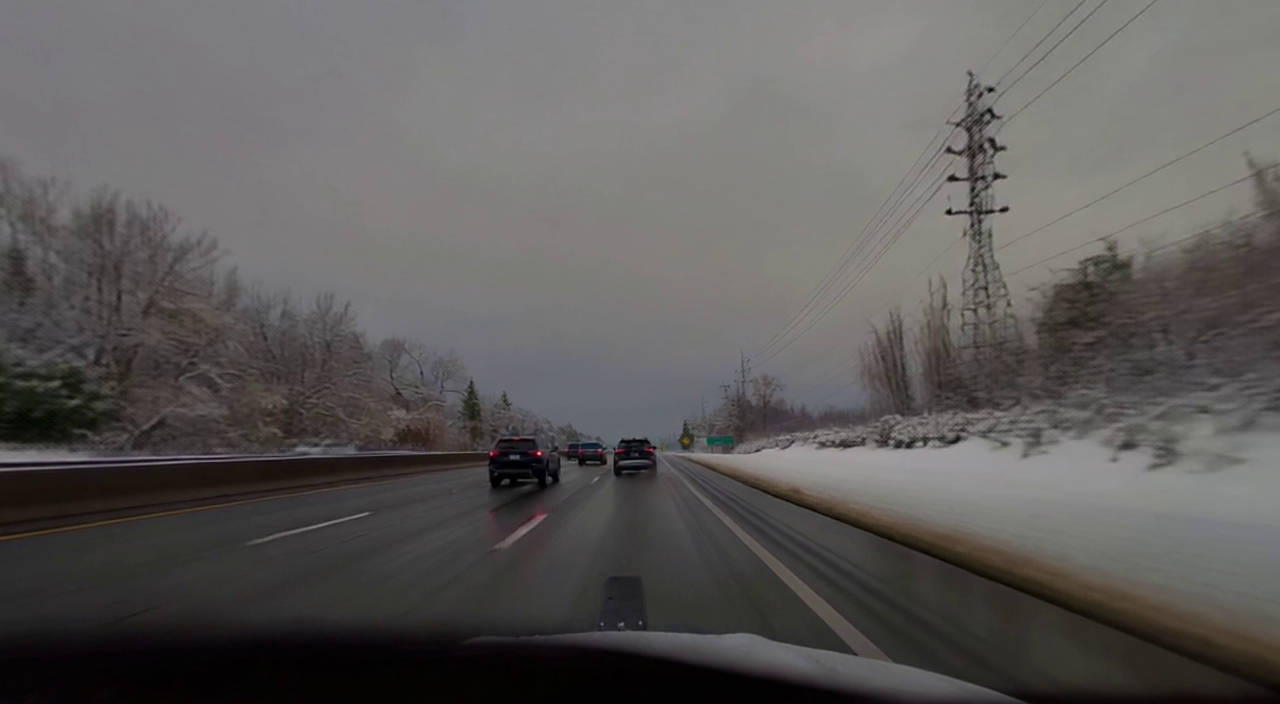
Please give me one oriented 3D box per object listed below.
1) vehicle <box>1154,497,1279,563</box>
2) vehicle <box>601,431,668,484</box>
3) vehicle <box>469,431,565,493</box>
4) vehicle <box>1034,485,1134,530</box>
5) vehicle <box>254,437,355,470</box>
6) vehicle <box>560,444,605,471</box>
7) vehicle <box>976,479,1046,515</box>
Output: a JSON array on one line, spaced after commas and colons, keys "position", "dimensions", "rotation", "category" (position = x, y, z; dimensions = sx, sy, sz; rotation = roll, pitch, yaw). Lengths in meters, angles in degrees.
[{"position": [19.861, 5.876, 21.204], "dimensions": [1.832, 1.624, 4.158], "rotation": [-1, -8, 4], "category": "vehicle"}, {"position": [-0.169, 3.971, 24.012], "dimensions": [2.319, 1.813, 4.274], "rotation": [0, -8, 1], "category": "vehicle"}, {"position": [-3.797, 3.501, 20.372], "dimensions": [2.104, 1.754, 4.515], "rotation": [0, -8, 1], "category": "vehicle"}, {"position": [21.682, 7.583, 31.058], "dimensions": [1.820, 1.768, 4.621], "rotation": [-2, -10, 6], "category": "vehicle"}, {"position": [-20.696, 6.310, 39.396], "dimensions": [2.422, 1.899, 6.624], "rotation": [-1, -8, 2], "category": "vehicle"}, {"position": [-3.296, 6.134, 36.838], "dimensions": [2.092, 1.464, 4.466], "rotation": [0, -8, 2], "category": "vehicle"}, {"position": [21.891, 8.521, 37.394], "dimensions": [1.826, 1.625, 4.758], "rotation": [-1, -8, 8], "category": "vehicle"}]
